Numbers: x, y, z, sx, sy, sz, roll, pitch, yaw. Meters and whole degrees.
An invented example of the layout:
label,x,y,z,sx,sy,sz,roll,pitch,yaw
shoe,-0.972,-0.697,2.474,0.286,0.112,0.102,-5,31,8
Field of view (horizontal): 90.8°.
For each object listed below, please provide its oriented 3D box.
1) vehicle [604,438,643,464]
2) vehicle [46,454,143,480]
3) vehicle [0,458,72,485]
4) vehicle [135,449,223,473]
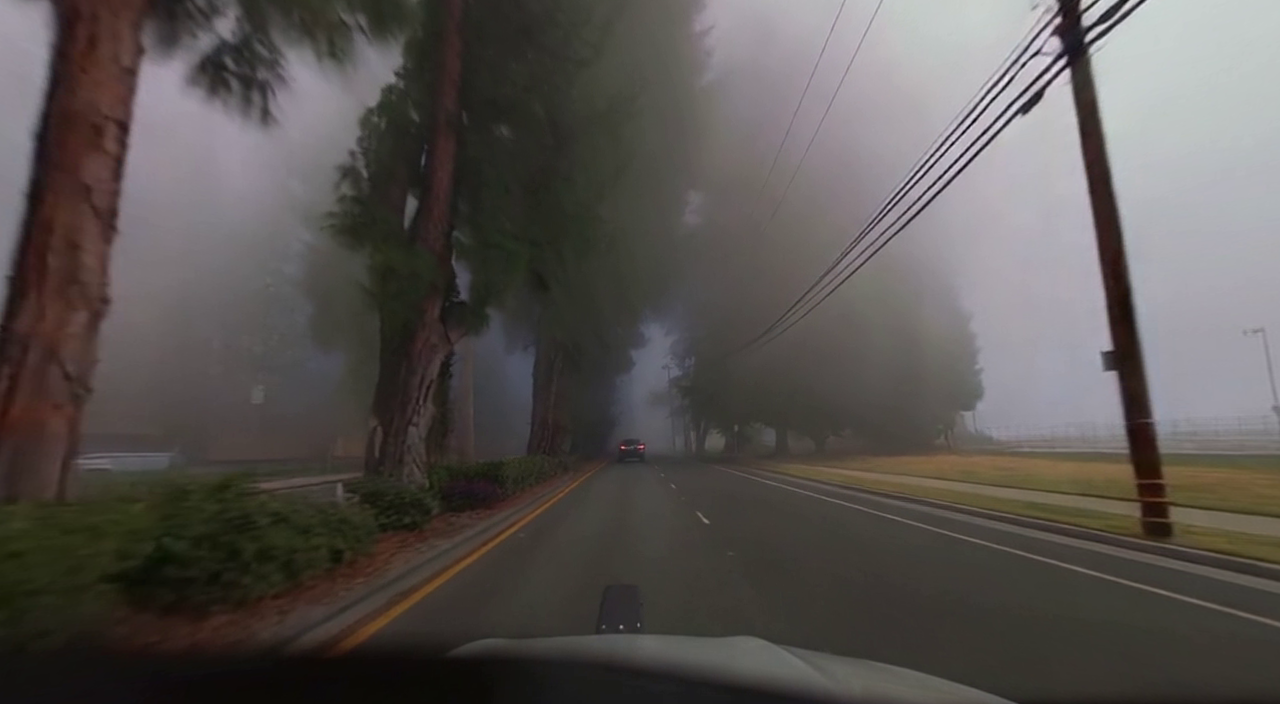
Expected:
label,x,y,z,sx,sy,sz,roll,pitch,yaw
vehicle,-1.251,7.107,45.403,2.240,1.704,4.374,1,-9,-8
vehicle,-33.595,7.072,38.959,4.323,1.523,1.900,0,-7,3
vehicle,-33.663,6.420,34.038,4.186,1.373,2.055,-1,-9,3
vehicle,-34.087,8.070,46.832,4.764,1.722,2.198,0,-9,0
